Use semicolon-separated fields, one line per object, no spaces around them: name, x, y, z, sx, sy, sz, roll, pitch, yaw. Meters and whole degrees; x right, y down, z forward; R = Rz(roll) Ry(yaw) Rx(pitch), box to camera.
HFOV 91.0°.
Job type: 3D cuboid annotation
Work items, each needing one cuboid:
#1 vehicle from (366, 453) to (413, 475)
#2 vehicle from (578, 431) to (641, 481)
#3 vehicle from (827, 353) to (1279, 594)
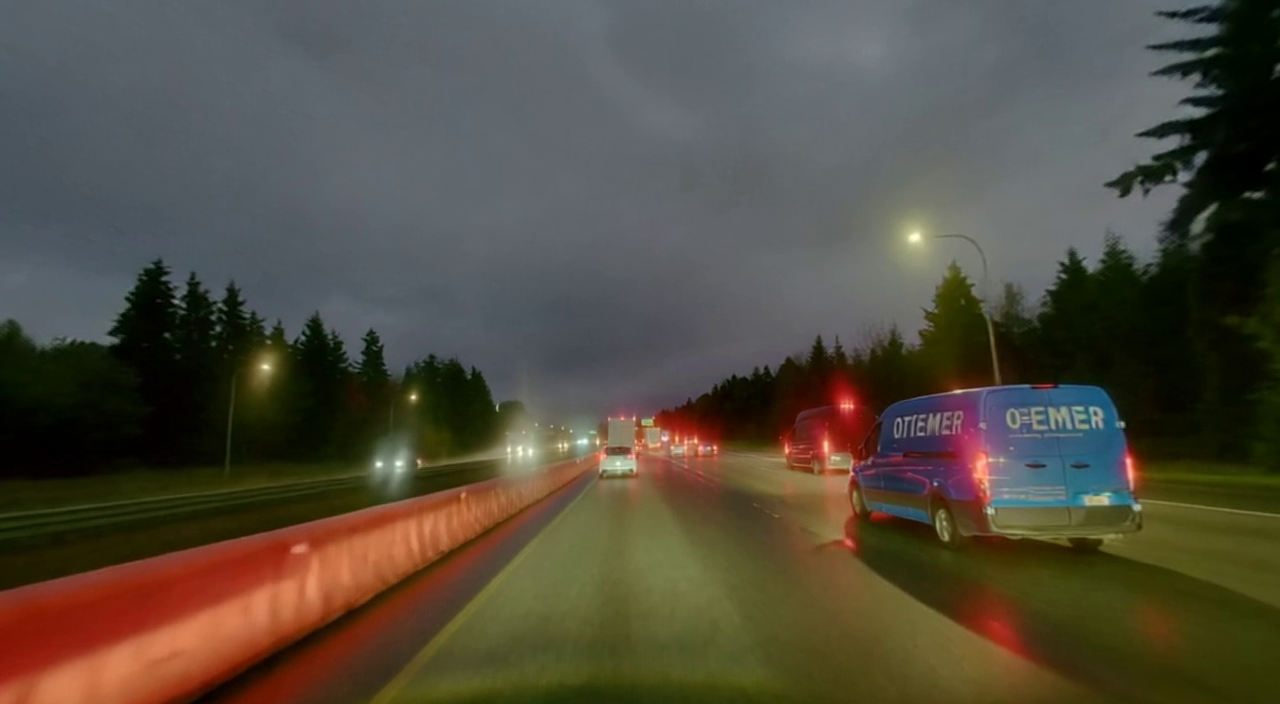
vehicle;-19.123;8.553;48.273;1.811;1.456;4.313;0;-8;0
vehicle;-1.066;3.728;22.784;2.100;1.636;3.620;0;-8;-2
vehicle;4.342;1.367;7.908;2.223;2.008;5.121;0;-8;-2
